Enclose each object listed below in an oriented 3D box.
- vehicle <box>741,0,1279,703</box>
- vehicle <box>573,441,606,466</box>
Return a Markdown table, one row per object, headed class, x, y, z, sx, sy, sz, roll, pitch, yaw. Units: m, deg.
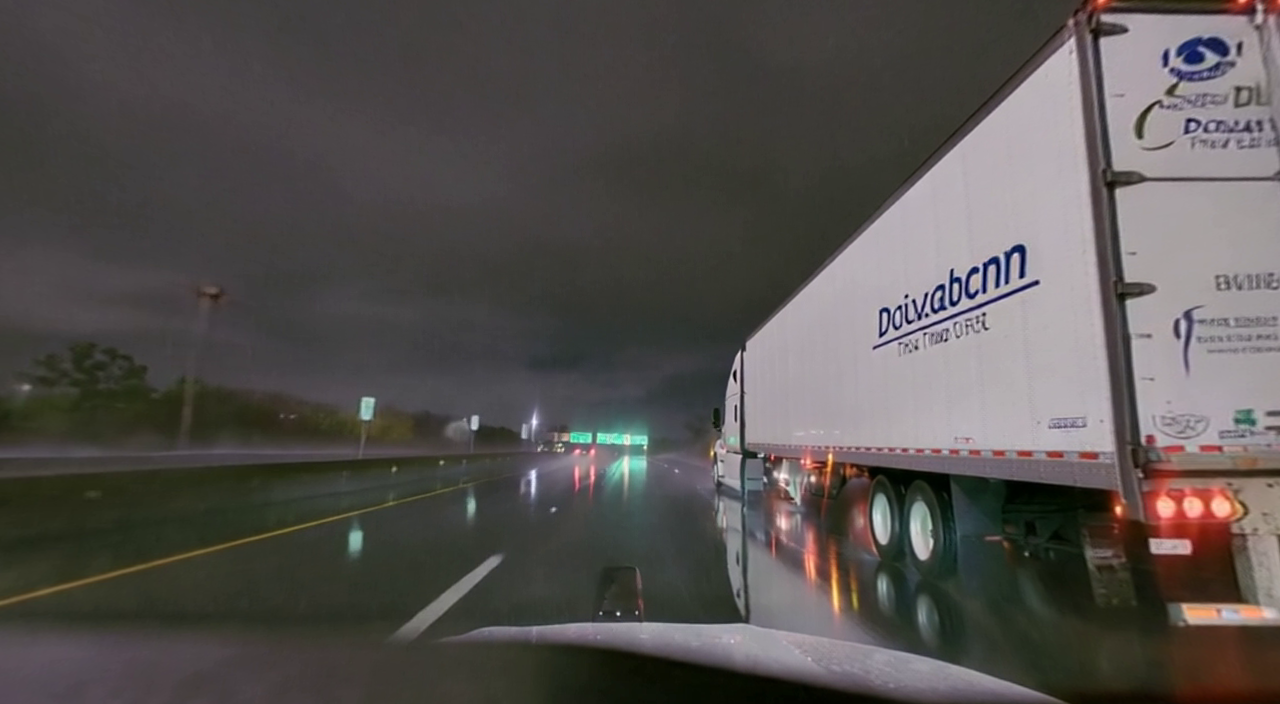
| class | x | y | z | sx | sy | sz | roll | pitch | yaw |
| --- | --- | --- | --- | --- | --- | --- | --- | --- | --- |
| vehicle | 3.982 | 0.520 | 9.241 | 2.962 | 4.132 | 12.720 | 0 | -8 | 0 |
| vehicle | -3.446 | 6.994 | 43.807 | 2.030 | 1.657 | 3.926 | 0 | -8 | 0 |
